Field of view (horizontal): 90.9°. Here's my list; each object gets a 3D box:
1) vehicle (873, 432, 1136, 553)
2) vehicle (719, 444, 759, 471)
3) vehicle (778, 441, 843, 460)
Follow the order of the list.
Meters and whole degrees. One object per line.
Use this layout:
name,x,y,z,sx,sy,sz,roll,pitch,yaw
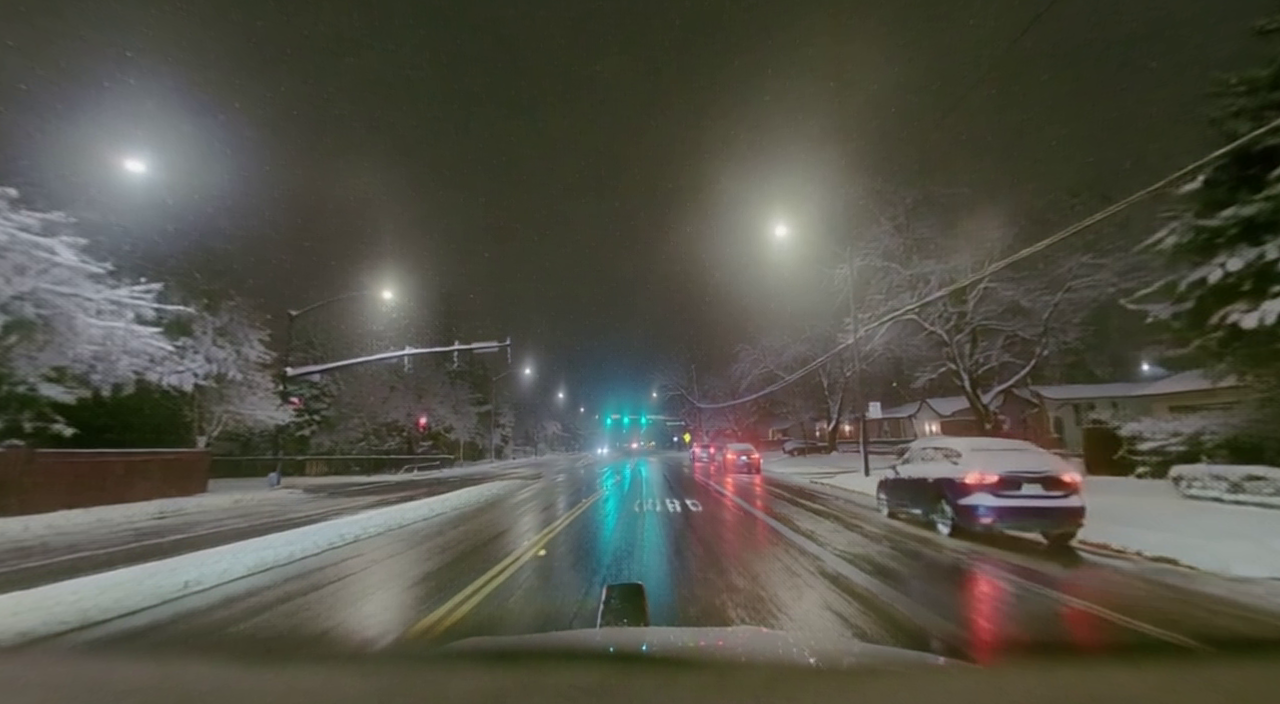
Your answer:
vehicle,5.557,2.164,10.396,1.950,1.567,4.083,0,-9,1
vehicle,6.056,6.512,39.092,1.855,1.520,4.808,0,-9,2
vehicle,13.236,7.644,49.059,4.461,1.461,1.805,0,-9,0
